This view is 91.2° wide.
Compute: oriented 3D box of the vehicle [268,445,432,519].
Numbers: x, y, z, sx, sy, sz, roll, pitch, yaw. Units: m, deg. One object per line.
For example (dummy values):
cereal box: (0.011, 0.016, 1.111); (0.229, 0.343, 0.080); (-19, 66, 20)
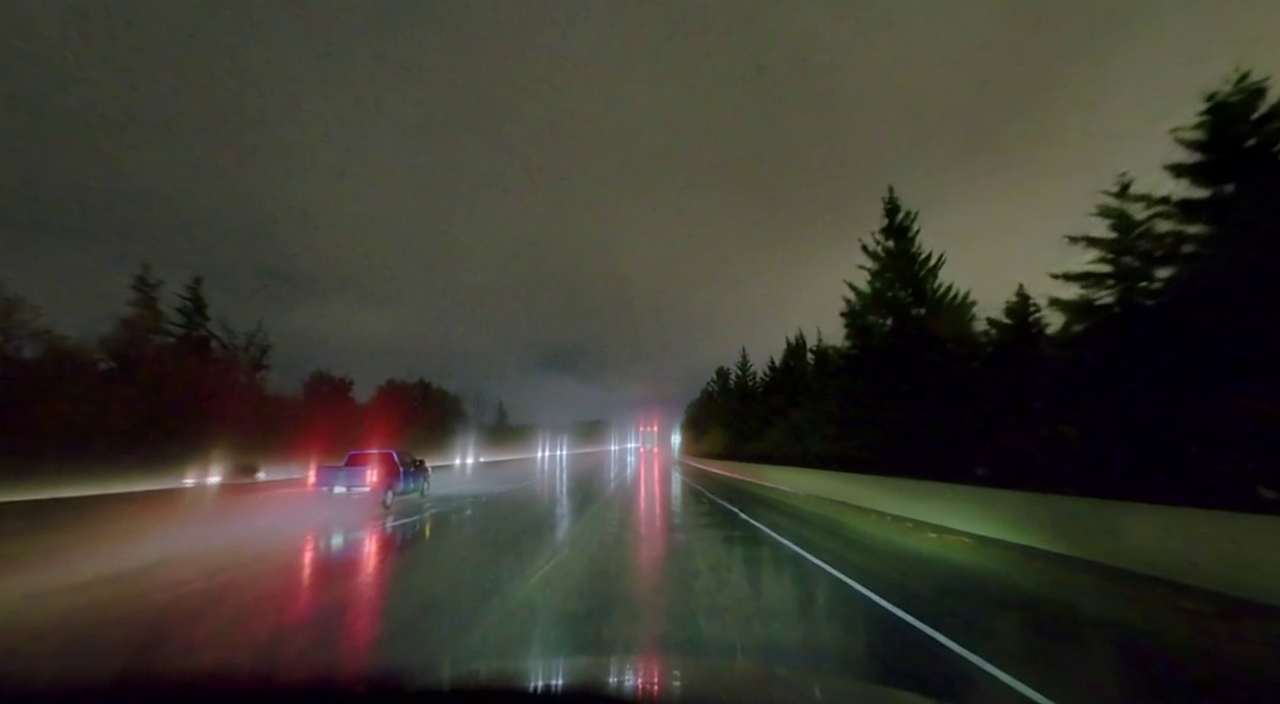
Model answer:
vehicle: (-6.817, 3.070, 15.382); (1.956, 1.538, 4.318); (0, -9, 0)

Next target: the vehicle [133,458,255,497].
vehicle: (-19.388, 5.443, 27.584); (1.902, 1.485, 4.679); (0, -9, 0)
